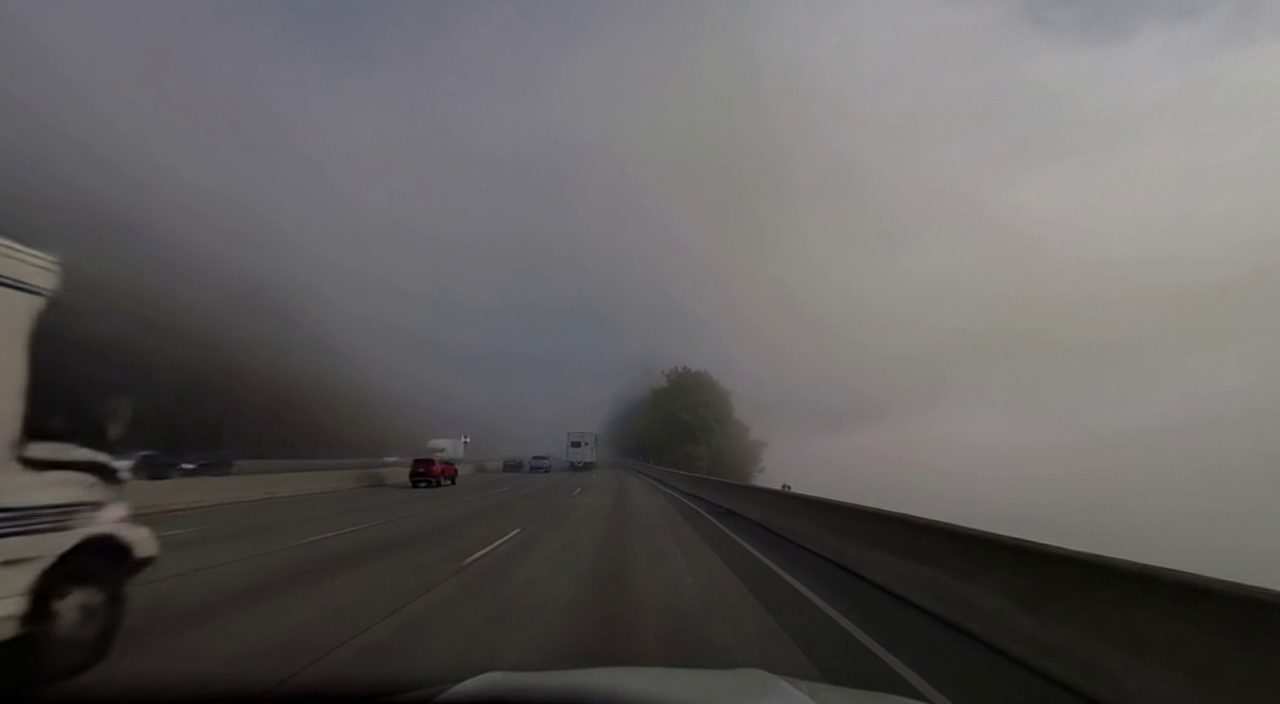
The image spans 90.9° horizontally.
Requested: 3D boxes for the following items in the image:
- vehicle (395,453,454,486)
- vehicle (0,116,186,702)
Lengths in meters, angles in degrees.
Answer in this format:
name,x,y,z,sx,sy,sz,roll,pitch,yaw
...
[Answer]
name,x,y,z,sx,sy,sz,roll,pitch,yaw
vehicle,-12.830,7.000,37.816,2.005,1.774,4.610,0,-9,-2
vehicle,-4.543,-0.172,0.568,2.542,2.965,7.637,-1,-10,0
